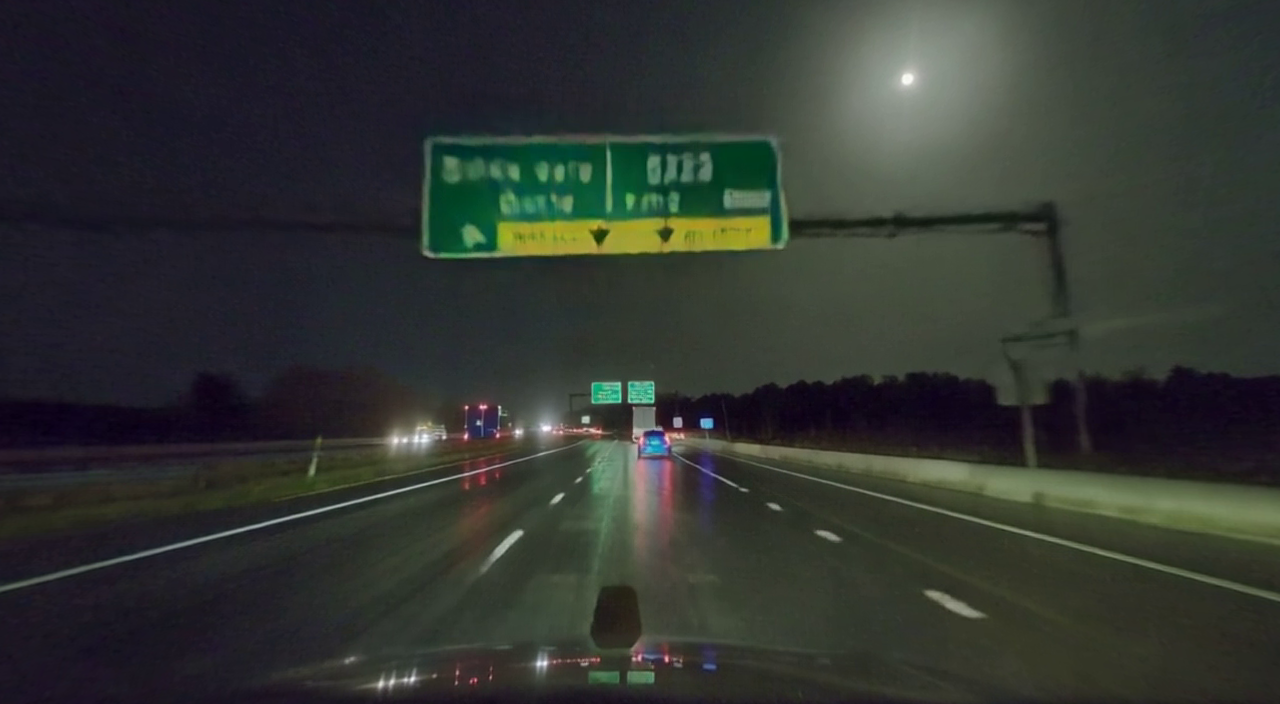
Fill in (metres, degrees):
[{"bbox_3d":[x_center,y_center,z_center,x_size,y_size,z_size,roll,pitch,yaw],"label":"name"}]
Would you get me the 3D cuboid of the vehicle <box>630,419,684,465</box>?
[{"bbox_3d":[0.682,4.042,28.541,2.076,1.914,4.287,0,-8,-3],"label":"vehicle"}]
